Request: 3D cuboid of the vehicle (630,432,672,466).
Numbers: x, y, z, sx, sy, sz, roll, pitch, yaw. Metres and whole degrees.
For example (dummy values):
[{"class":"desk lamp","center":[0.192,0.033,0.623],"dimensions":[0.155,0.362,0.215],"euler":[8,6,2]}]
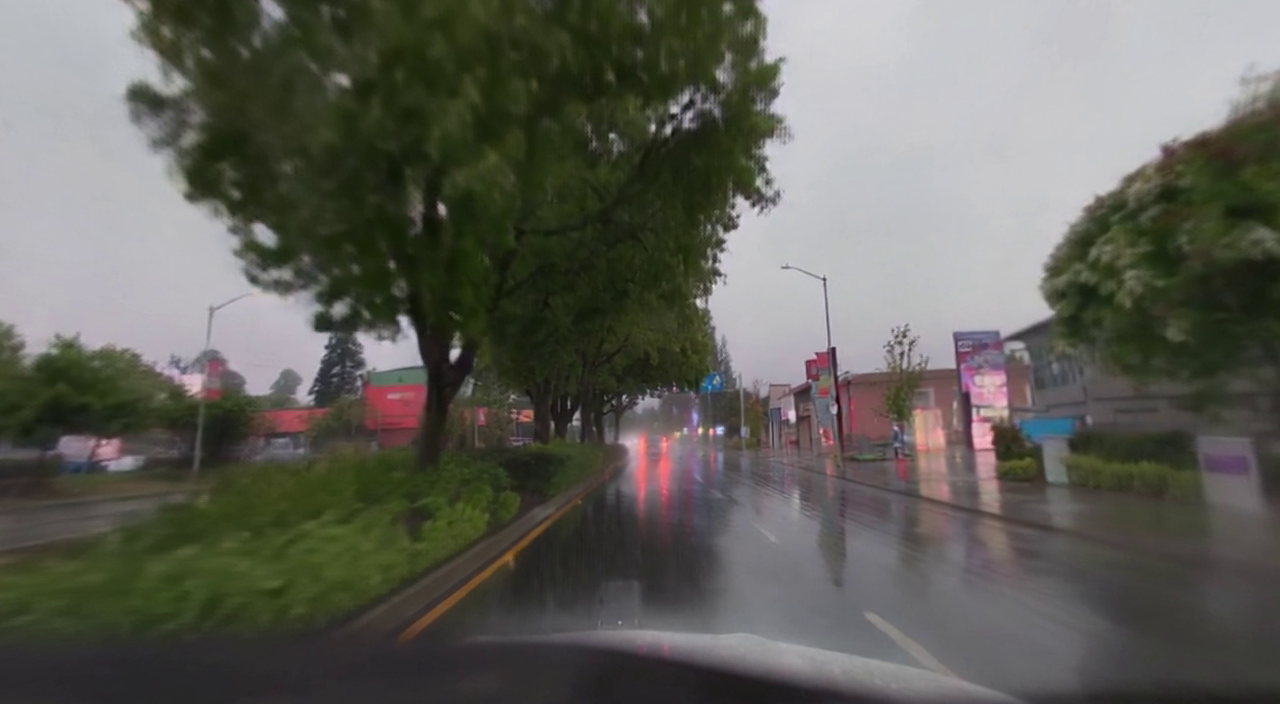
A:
[{"class":"vehicle","center":[0.687,5.502,35.858],"dimensions":[2.235,1.719,4.292],"euler":[1,-8,2]}]
